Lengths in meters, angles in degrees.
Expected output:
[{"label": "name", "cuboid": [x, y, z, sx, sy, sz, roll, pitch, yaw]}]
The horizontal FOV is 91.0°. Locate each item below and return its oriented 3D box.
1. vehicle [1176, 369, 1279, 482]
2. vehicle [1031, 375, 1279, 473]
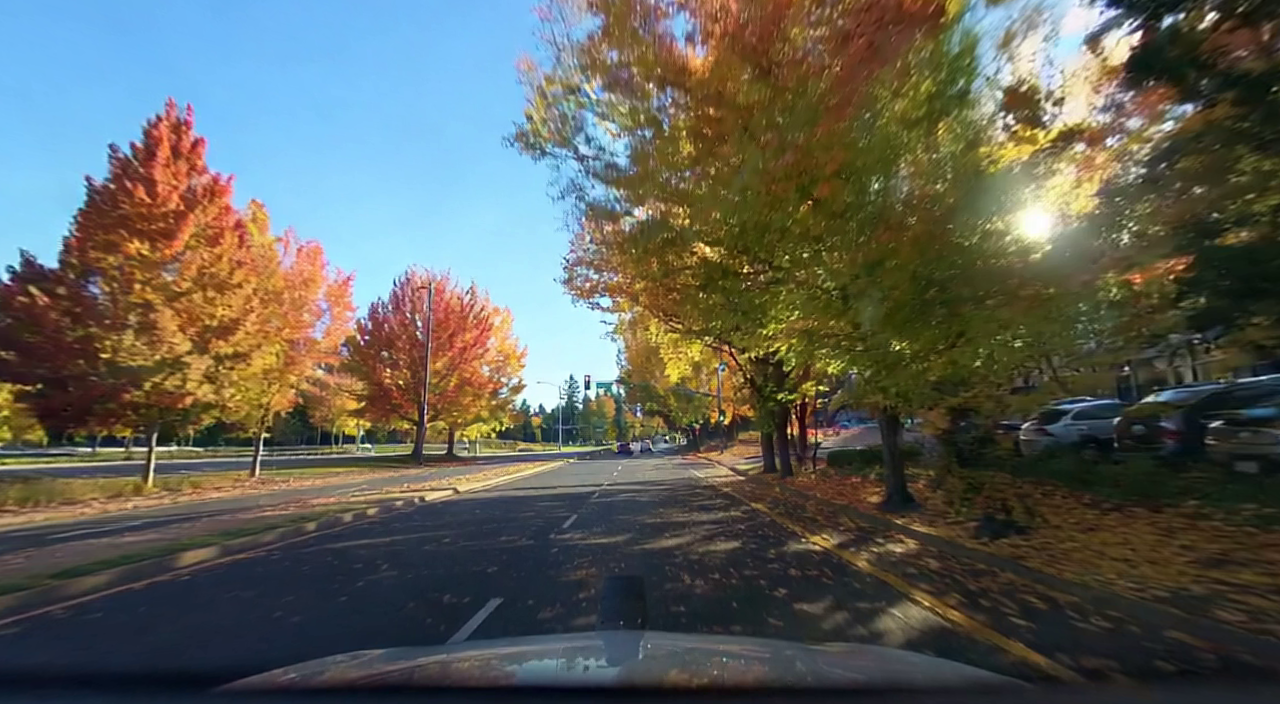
[{"label": "vehicle", "cuboid": [11.123, 1.111, 9.285, 4.428, 1.562, 2.133, 0, -8, 0]}, {"label": "vehicle", "cuboid": [11.919, 1.638, 14.227, 4.625, 1.797, 2.092, -4, -8, 0]}]
